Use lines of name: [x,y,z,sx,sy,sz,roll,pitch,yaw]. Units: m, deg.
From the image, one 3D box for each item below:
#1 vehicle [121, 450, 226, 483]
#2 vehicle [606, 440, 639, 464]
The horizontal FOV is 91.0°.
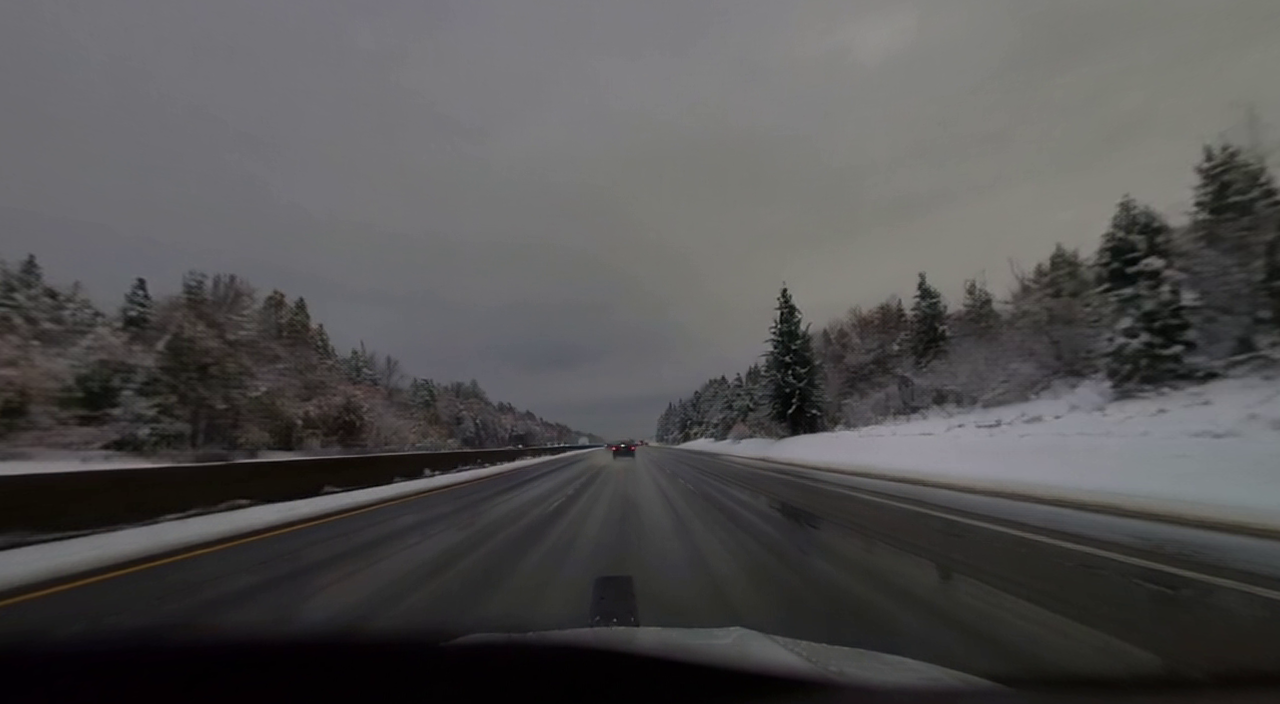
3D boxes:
vehicle: [-24.069,5.886,32.728,1.996,1.493,4.570,0,-8,-1]
vehicle: [-1.184,6.880,43.529,2.158,1.562,4.373,0,-8,-1]
